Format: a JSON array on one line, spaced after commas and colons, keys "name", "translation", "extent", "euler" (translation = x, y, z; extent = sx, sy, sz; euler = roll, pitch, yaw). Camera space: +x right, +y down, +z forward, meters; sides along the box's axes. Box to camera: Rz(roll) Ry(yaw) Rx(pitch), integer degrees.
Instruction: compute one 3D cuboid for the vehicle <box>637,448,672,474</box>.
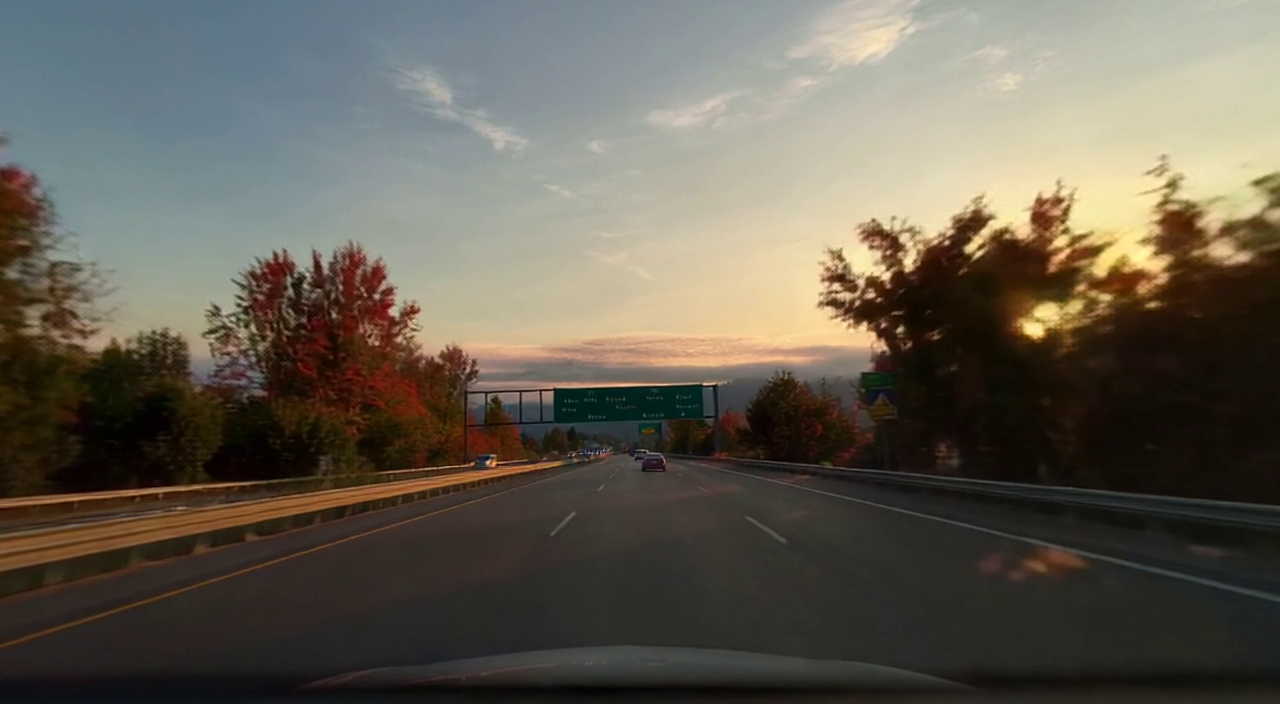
[{"name": "vehicle", "translation": [0.836, 6.708, 38.903], "extent": [2.036, 1.457, 3.471], "euler": [0, -9, -1]}]
